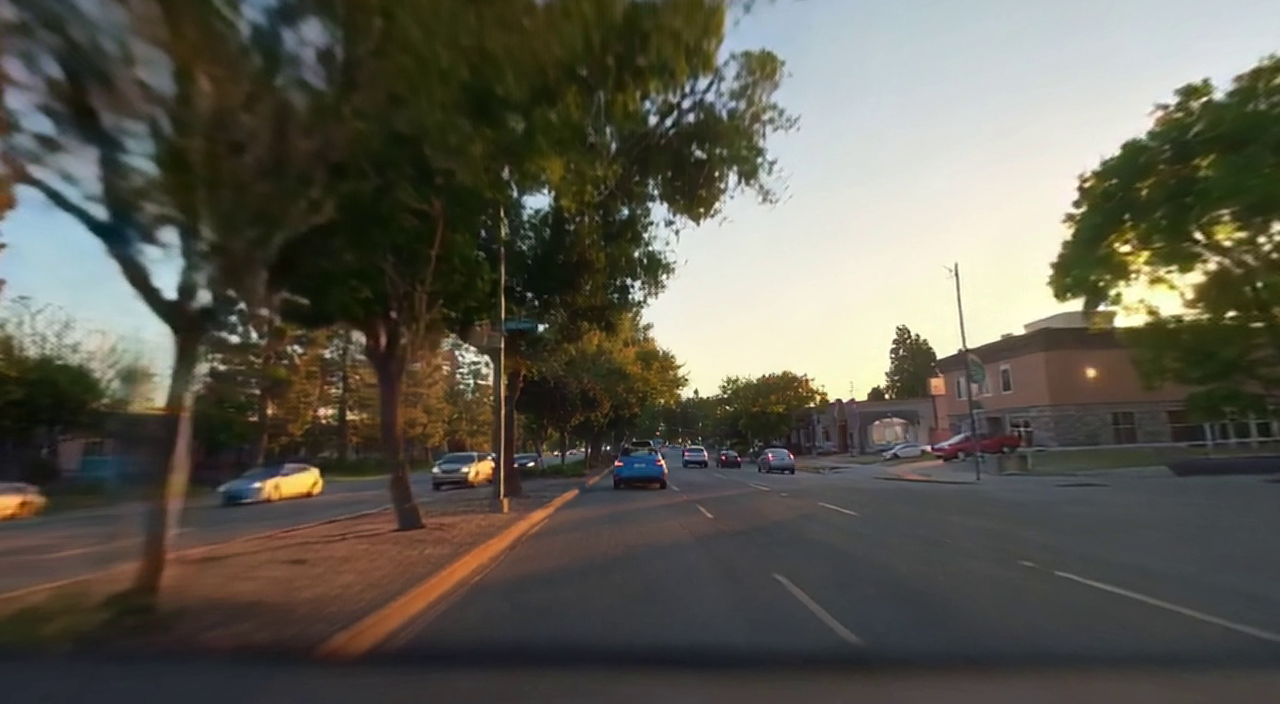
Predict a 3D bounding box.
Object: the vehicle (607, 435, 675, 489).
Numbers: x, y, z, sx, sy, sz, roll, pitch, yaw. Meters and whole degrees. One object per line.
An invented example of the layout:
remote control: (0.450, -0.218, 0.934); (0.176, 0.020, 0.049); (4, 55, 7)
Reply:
vehicle: (-0.012, 3.954, 23.063); (2.266, 1.762, 4.131); (0, -9, -1)

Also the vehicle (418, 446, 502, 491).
vehicle: (-7.482, 4.855, 26.785); (2.078, 1.694, 4.611); (0, -9, 2)

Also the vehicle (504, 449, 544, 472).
vehicle: (-8.113, 7.578, 44.525); (1.948, 1.508, 4.749); (0, -9, 0)

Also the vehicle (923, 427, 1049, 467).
vehicle: (19.668, 5.413, 36.171); (5.677, 2.171, 2.393); (0, -8, 4)

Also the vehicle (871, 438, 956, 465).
vehicle: (19.452, 7.058, 45.073); (4.932, 1.514, 2.327); (-3, -7, -5)

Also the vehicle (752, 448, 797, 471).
vehicle: (9.141, 7.347, 43.385); (2.045, 1.484, 4.342); (0, -9, -1)

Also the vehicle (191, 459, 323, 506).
vehicle: (-13.893, 4.722, 23.326); (1.974, 1.449, 4.567); (0, -9, 1)
